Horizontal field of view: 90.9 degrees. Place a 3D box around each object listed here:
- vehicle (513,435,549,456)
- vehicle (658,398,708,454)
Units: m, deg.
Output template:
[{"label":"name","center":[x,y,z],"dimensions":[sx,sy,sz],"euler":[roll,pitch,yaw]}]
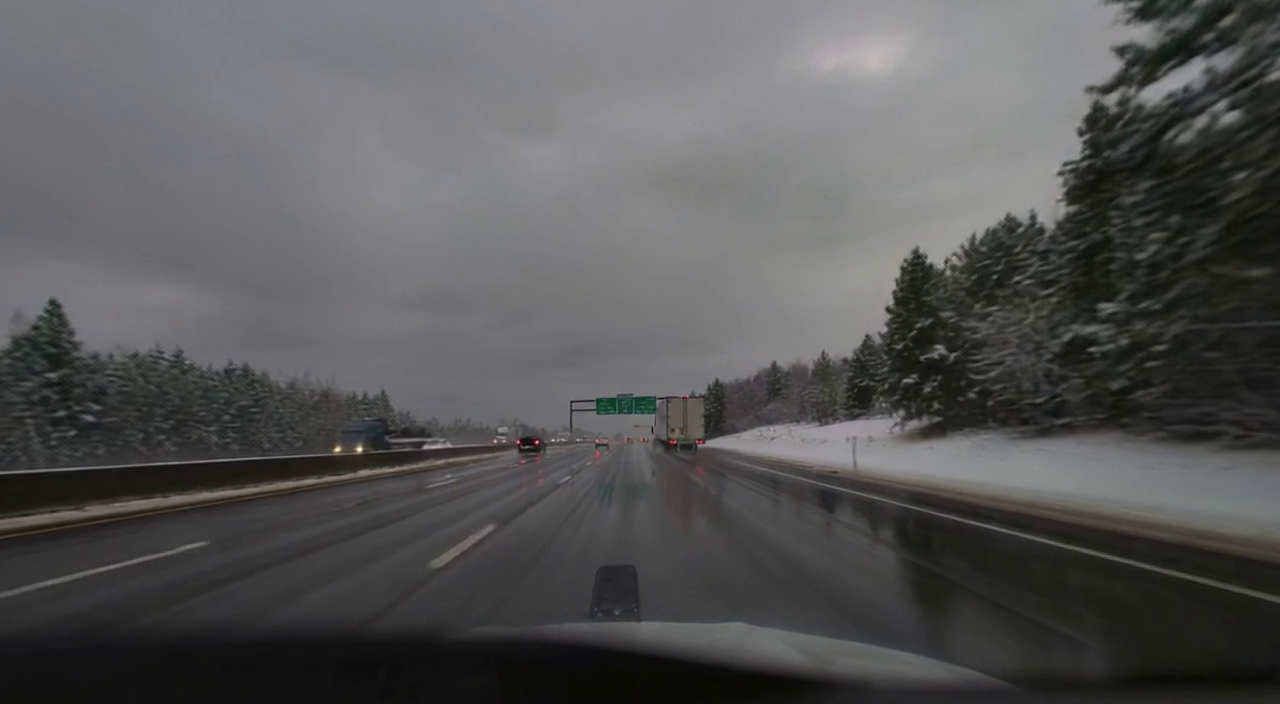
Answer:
[{"label":"vehicle","center":[-8.065,6.952,46.935],"dimensions":[2.018,1.454,4.290],"euler":[0,-8,-1]},{"label":"vehicle","center":[3.074,5.745,48.513],"dimensions":[2.760,3.710,12.230],"euler":[0,-7,-1]}]
